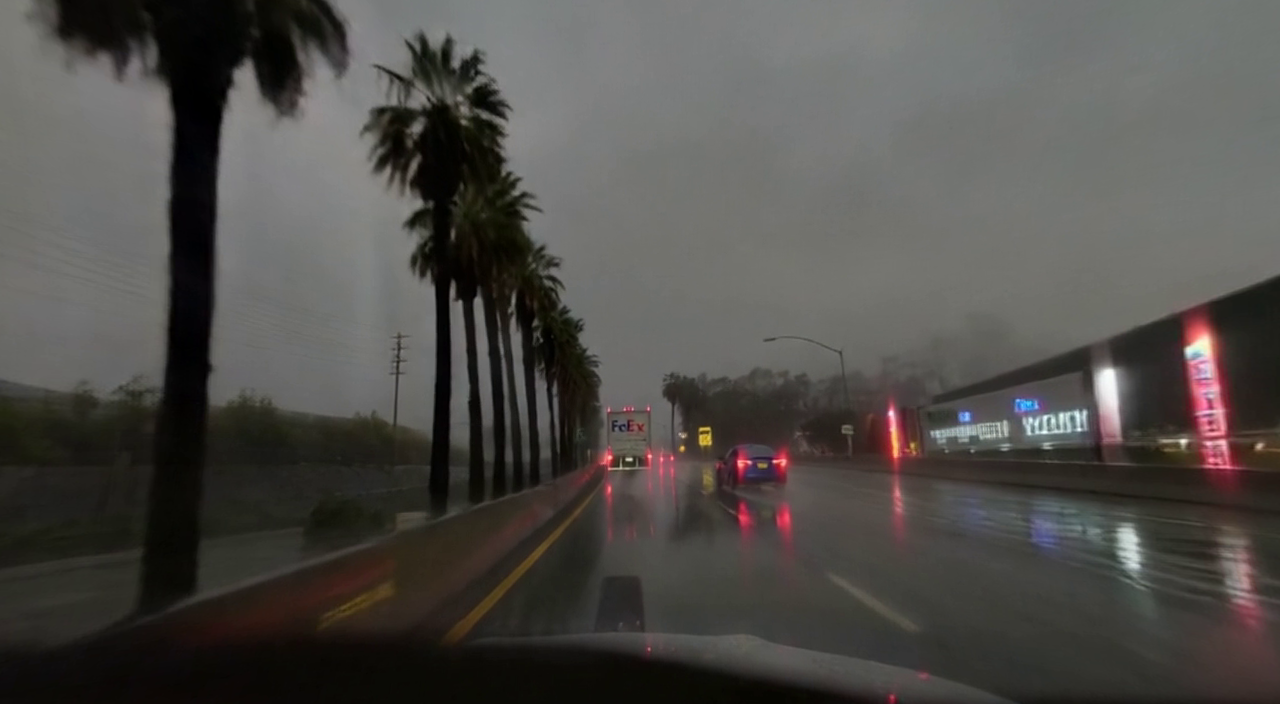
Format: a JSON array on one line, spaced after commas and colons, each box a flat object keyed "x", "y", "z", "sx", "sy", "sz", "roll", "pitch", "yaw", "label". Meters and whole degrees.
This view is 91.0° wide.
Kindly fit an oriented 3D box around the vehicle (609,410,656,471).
[{"x": -0.658, "y": 6.927, "z": 48.891, "sx": 3.243, "sy": 4.134, "sz": 11.656, "roll": 0, "pitch": -9, "yaw": -1, "label": "vehicle"}]

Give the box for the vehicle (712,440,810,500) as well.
[{"x": 3.430, "y": 3.426, "z": 18.737, "sx": 1.966, "sy": 1.558, "sz": 4.238, "roll": 0, "pitch": -9, "yaw": -1, "label": "vehicle"}]
